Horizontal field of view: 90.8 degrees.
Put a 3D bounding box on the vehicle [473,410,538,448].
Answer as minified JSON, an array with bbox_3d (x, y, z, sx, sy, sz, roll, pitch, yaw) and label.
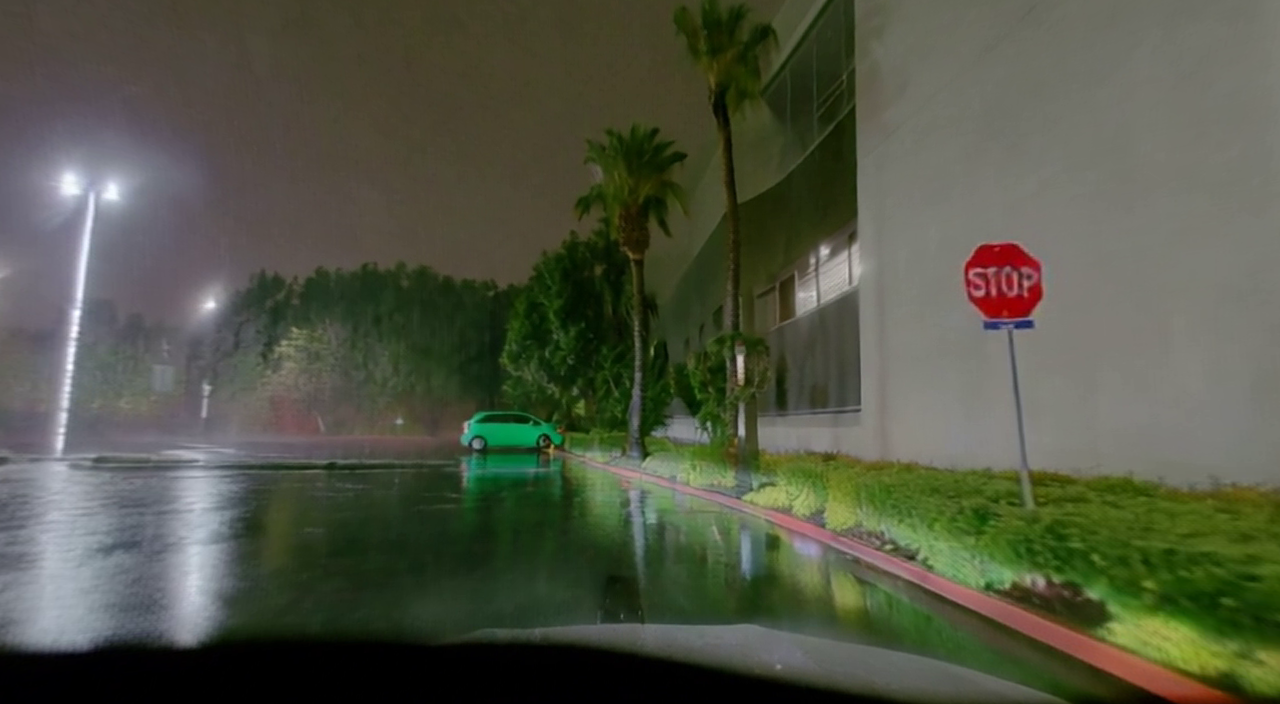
[{"bbox_3d":[-6.633,3.807,30.783,2.071,1.700,4.367,4,-9,-25],"label":"vehicle"}]

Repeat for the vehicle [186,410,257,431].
[{"bbox_3d":[-32.994,5.431,49.860,4.457,1.552,1.748,6,-10,-38],"label":"vehicle"}]
